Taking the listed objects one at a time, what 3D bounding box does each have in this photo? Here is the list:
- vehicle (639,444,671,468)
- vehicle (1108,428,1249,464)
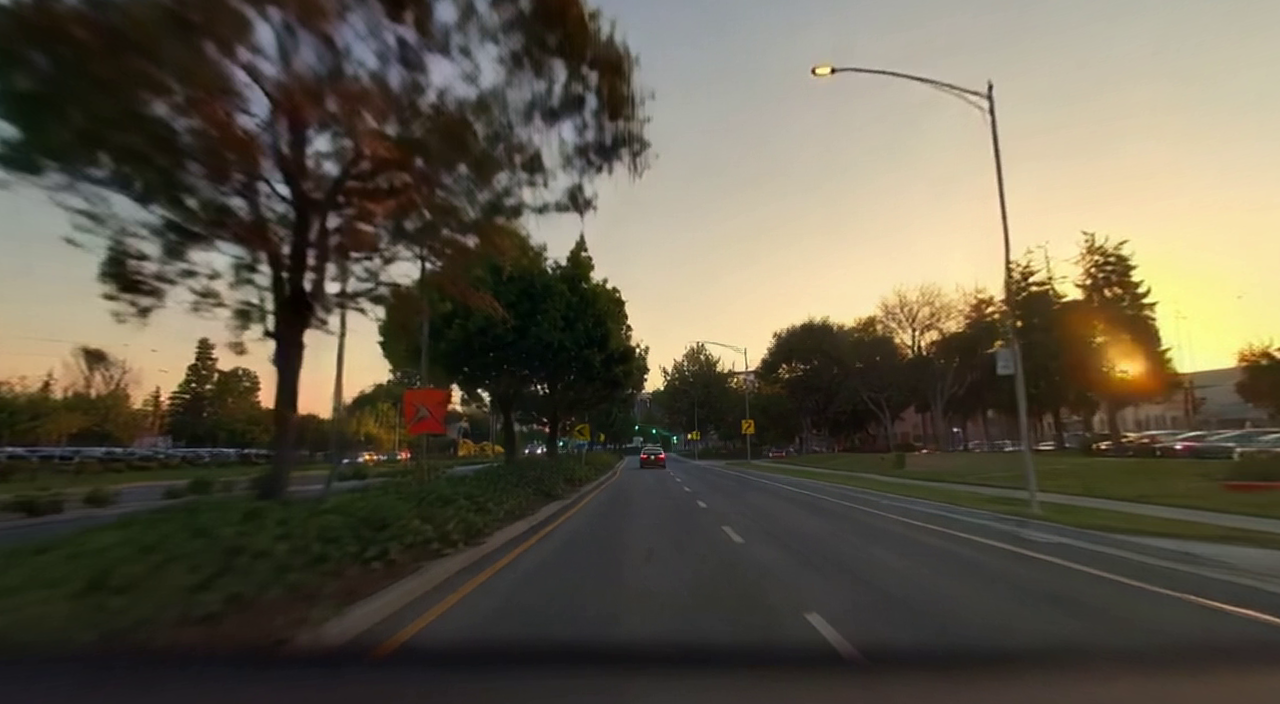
[{"bbox_3d":[1.026,7.432,45.236,2.158,1.600,3.865,0,-8,-1],"label":"vehicle"},{"bbox_3d":[26.885,4.740,31.875,2.143,1.623,5.235,1,-8,-7],"label":"vehicle"}]
